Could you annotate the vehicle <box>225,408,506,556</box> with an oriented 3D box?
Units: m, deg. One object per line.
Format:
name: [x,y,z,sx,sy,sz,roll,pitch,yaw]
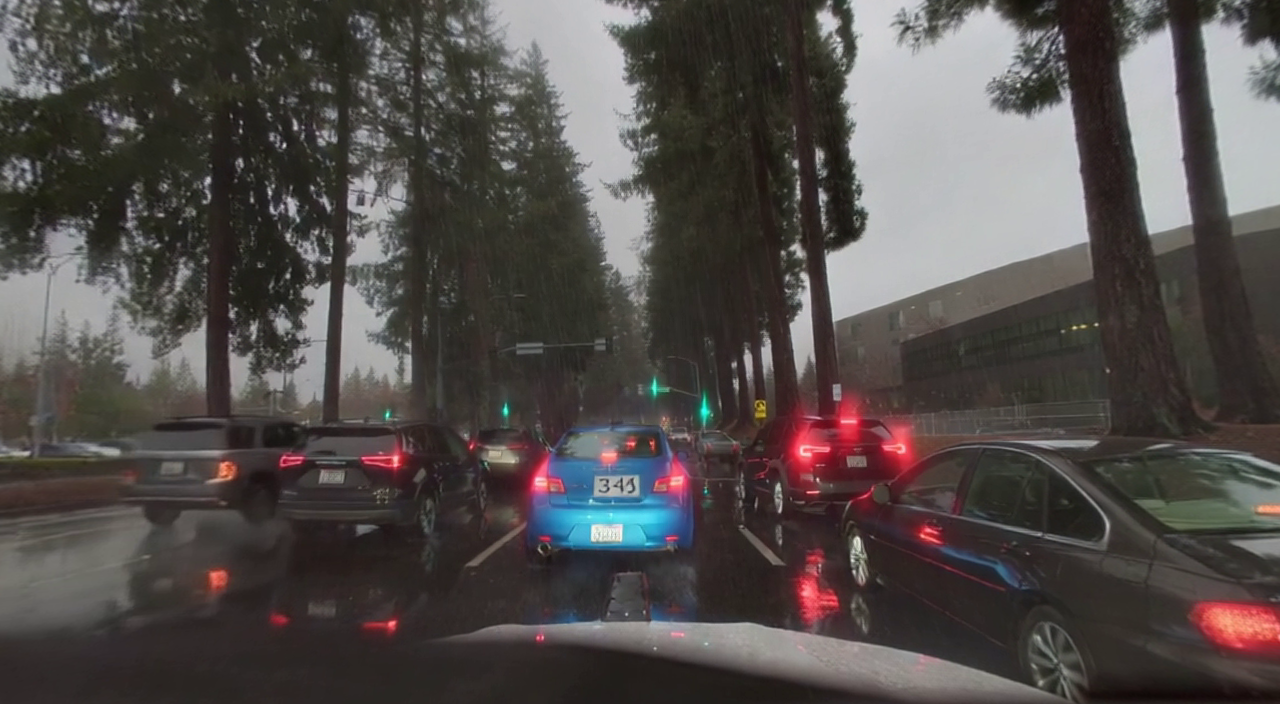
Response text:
vehicle: [-3.757,1.887,9.883,2.141,1.718,4.809,0,-8,1]

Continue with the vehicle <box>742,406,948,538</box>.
vehicle: [3.344,2.083,11.526,2.117,1.879,4.715,0,-8,-1]

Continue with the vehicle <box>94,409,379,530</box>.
vehicle: [-7.137,2.146,12.082,2.066,1.814,5.097,0,-8,0]

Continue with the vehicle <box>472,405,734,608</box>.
vehicle: [-0.348,1.586,7.416,2.114,1.631,4.459,0,-8,-1]

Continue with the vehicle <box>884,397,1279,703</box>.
vehicle: [3.243,1.069,3.367,2.045,1.459,4.462,0,-8,-1]
